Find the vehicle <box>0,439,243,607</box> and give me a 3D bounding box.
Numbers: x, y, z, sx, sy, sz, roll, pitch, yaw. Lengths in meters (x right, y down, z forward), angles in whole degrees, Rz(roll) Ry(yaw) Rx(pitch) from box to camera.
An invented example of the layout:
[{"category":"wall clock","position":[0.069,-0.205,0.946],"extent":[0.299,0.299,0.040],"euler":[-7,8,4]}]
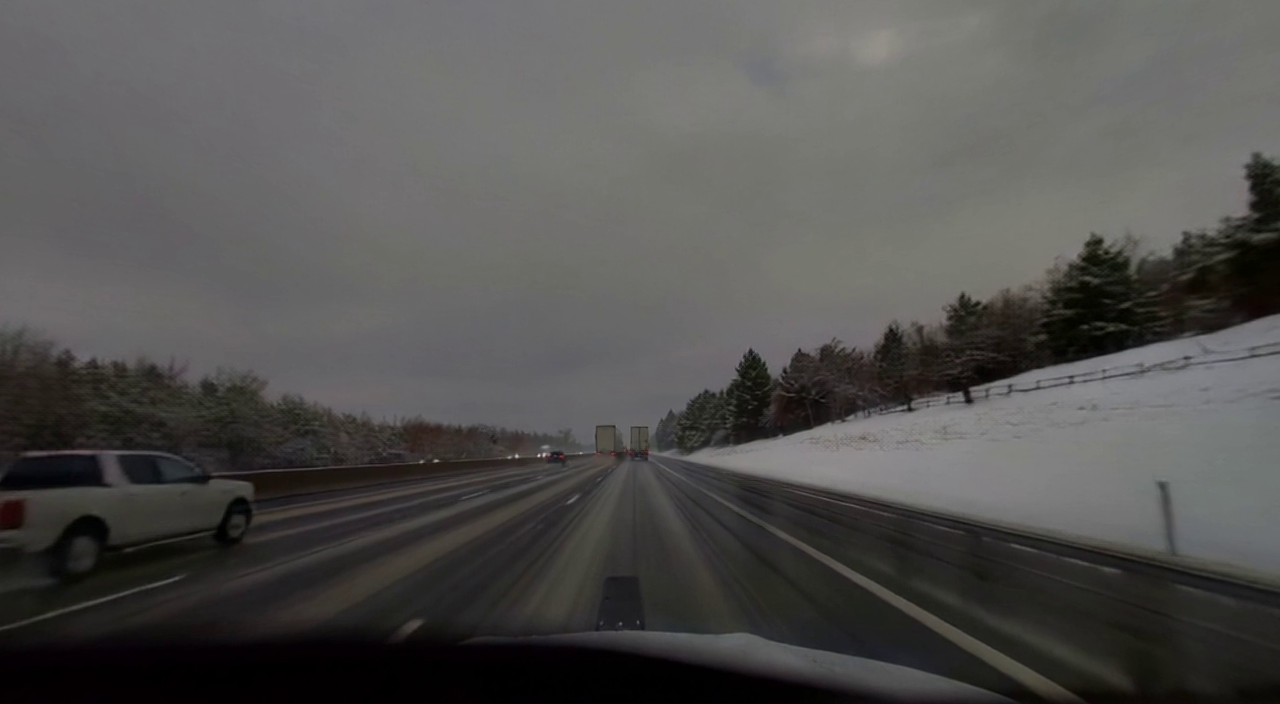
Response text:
[{"category":"vehicle","position":[-6.709,1.653,6.440],"extent":[2.036,1.474,5.011],"euler":[0,-9,0]}]
